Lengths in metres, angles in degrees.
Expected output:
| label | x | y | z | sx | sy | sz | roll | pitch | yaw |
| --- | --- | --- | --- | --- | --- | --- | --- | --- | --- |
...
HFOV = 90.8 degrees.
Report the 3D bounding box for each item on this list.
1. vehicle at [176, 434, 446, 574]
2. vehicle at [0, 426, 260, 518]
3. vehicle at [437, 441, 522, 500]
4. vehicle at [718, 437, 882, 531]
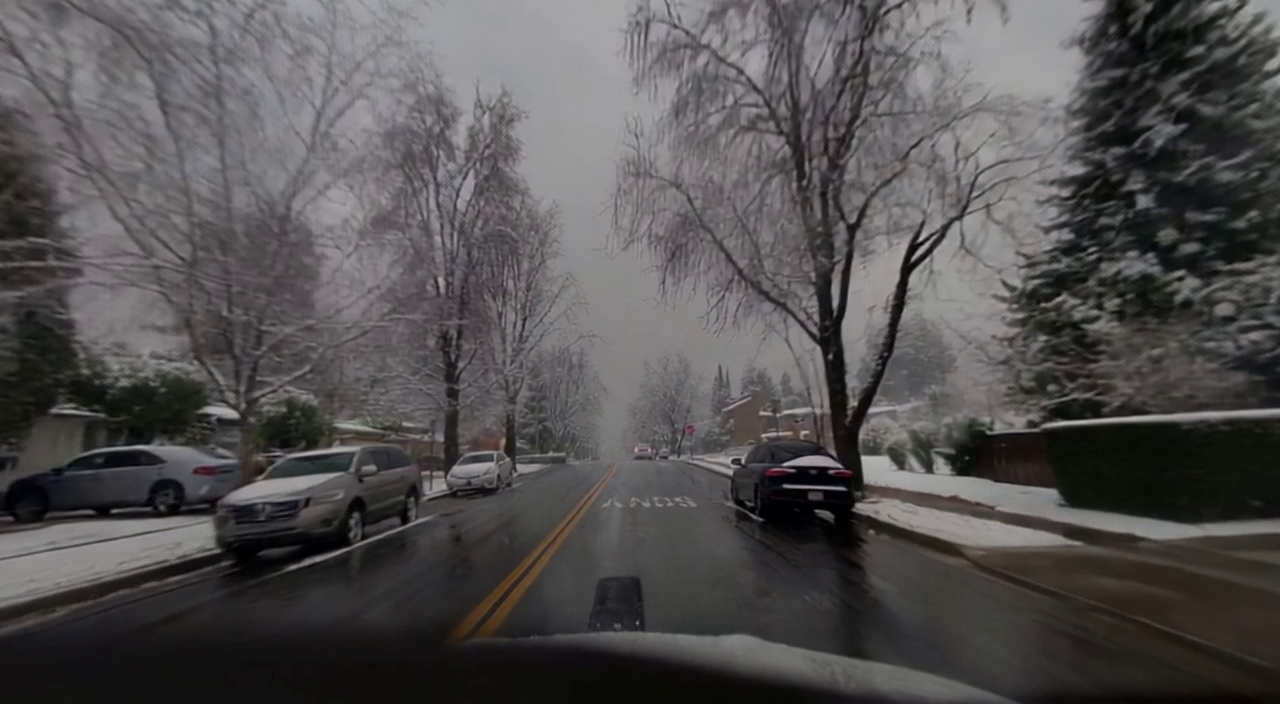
| label | x | y | z | sx | sy | sz | roll | pitch | yaw |
| --- | --- | --- | --- | --- | --- | --- | --- | --- | --- |
| vehicle | -5.476 | 2.509 | 11.591 | 2.155 | 1.907 | 5.100 | -2 | -8 | 1 |
| vehicle | -12.796 | 2.938 | 15.692 | 5.234 | 2.076 | 2.197 | -1 | -9 | 2 |
| vehicle | -5.894 | 4.367 | 23.771 | 2.027 | 1.803 | 4.306 | -5 | -8 | 0 |
| vehicle | 2.938 | 2.524 | 12.738 | 2.047 | 1.532 | 4.350 | 0 | -9 | -2 |
